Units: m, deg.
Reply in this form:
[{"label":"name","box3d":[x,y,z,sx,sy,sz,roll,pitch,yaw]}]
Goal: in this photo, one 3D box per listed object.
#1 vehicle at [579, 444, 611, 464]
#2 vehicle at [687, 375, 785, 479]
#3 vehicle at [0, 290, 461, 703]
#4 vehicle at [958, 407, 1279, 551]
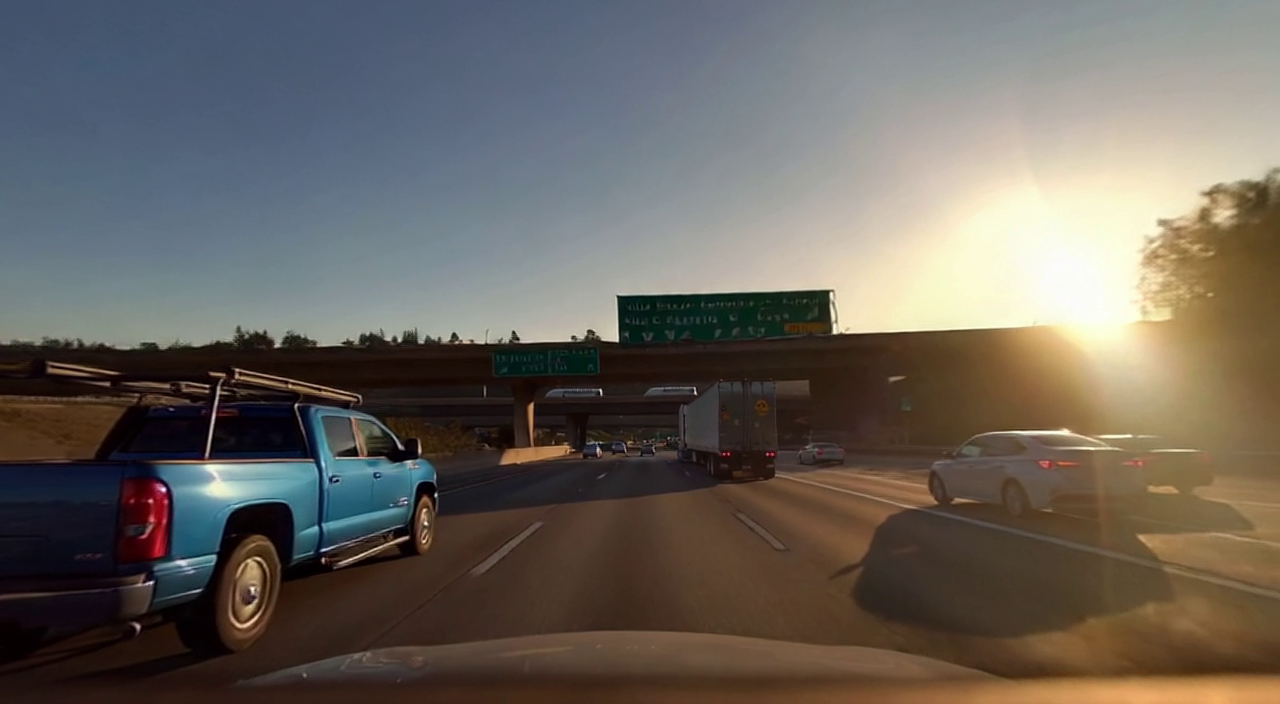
[{"label":"vehicle","box3d":[-3.336,7.669,47.730,2.077,1.446,4.106,0,-8,0]},{"label":"vehicle","box3d":[4.228,3.880,31.210,2.885,4.036,12.891,0,-8,0]},{"label":"vehicle","box3d":[-3.873,1.202,5.797,2.599,2.054,6.288,0,-8,0]},{"label":"vehicle","box3d":[7.209,1.852,9.889,1.999,1.700,4.640,0,-8,0]}]
